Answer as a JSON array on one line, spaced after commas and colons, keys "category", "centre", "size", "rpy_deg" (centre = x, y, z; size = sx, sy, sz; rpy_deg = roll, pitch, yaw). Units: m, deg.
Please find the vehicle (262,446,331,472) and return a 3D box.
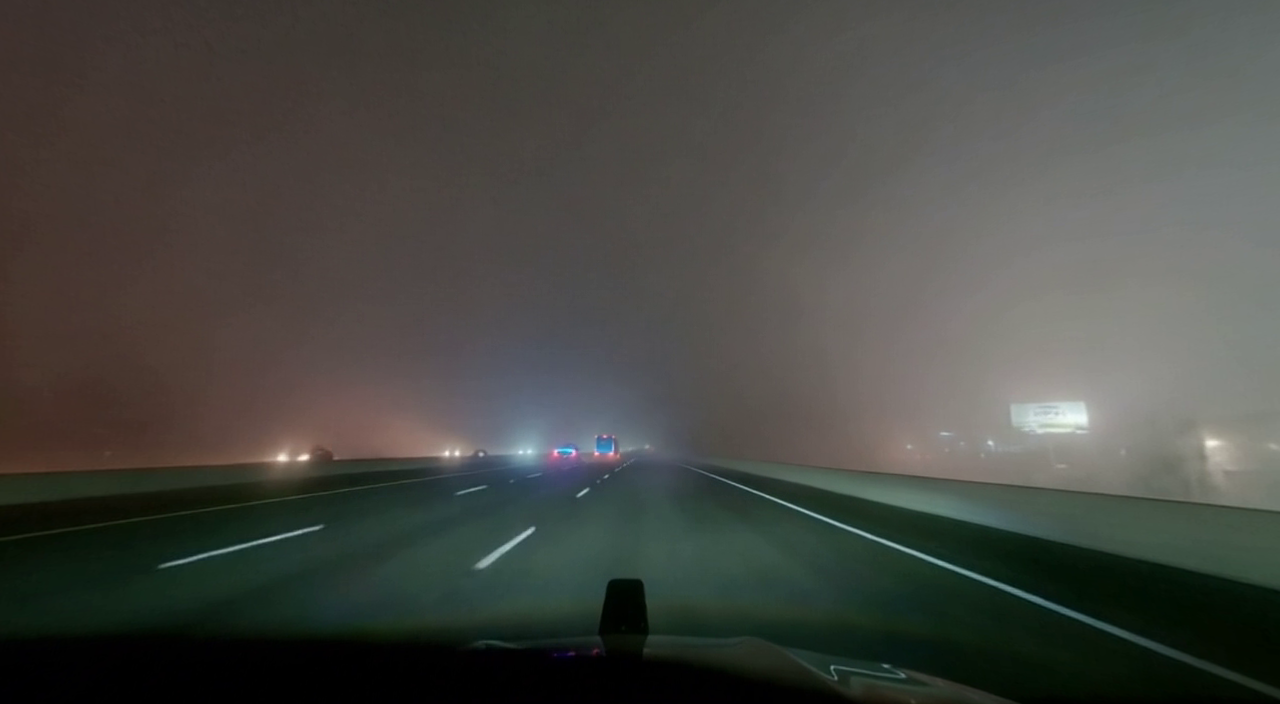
[{"category": "vehicle", "centre": [-22.331, 6.933, 41.183], "size": [1.900, 1.555, 4.339], "rpy_deg": [0, -8, 2]}]
